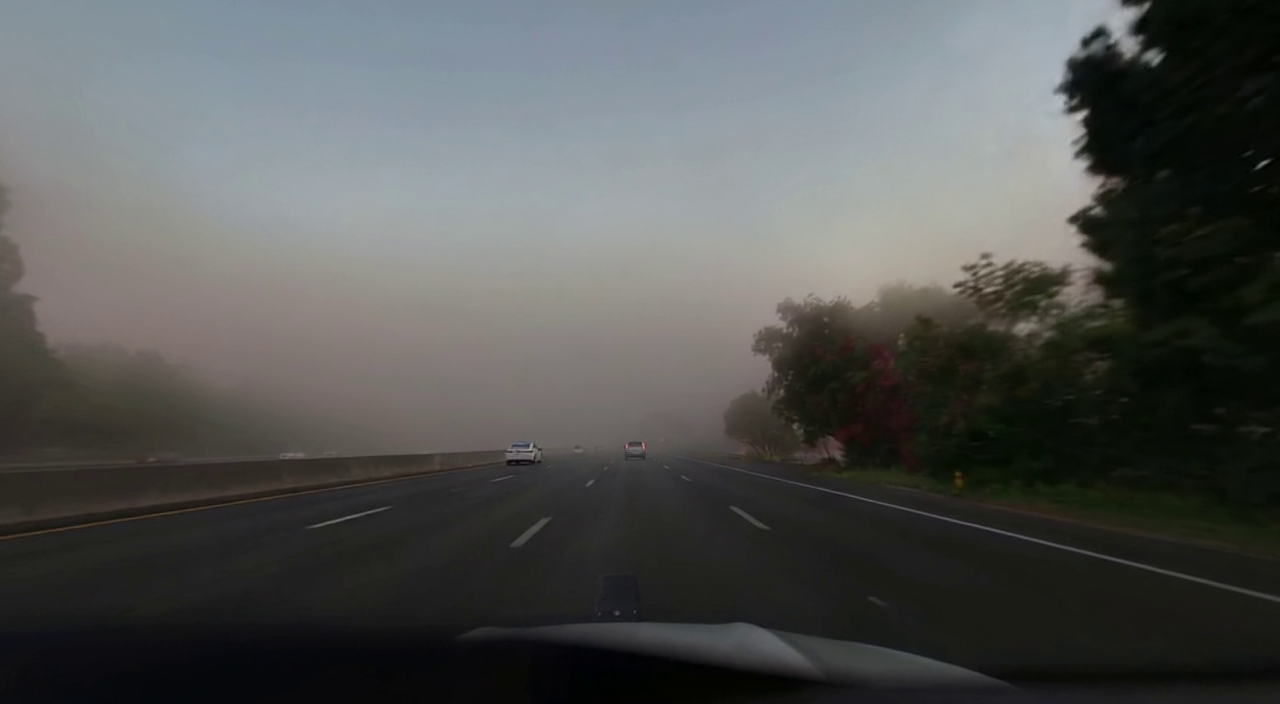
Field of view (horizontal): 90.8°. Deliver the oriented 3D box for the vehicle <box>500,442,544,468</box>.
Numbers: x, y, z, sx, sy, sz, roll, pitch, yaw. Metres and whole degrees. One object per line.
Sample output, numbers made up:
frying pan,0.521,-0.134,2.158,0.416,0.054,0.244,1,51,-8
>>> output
vehicle,-7.740,6.785,41.835,1.991,1.572,4.314,0,-9,0
